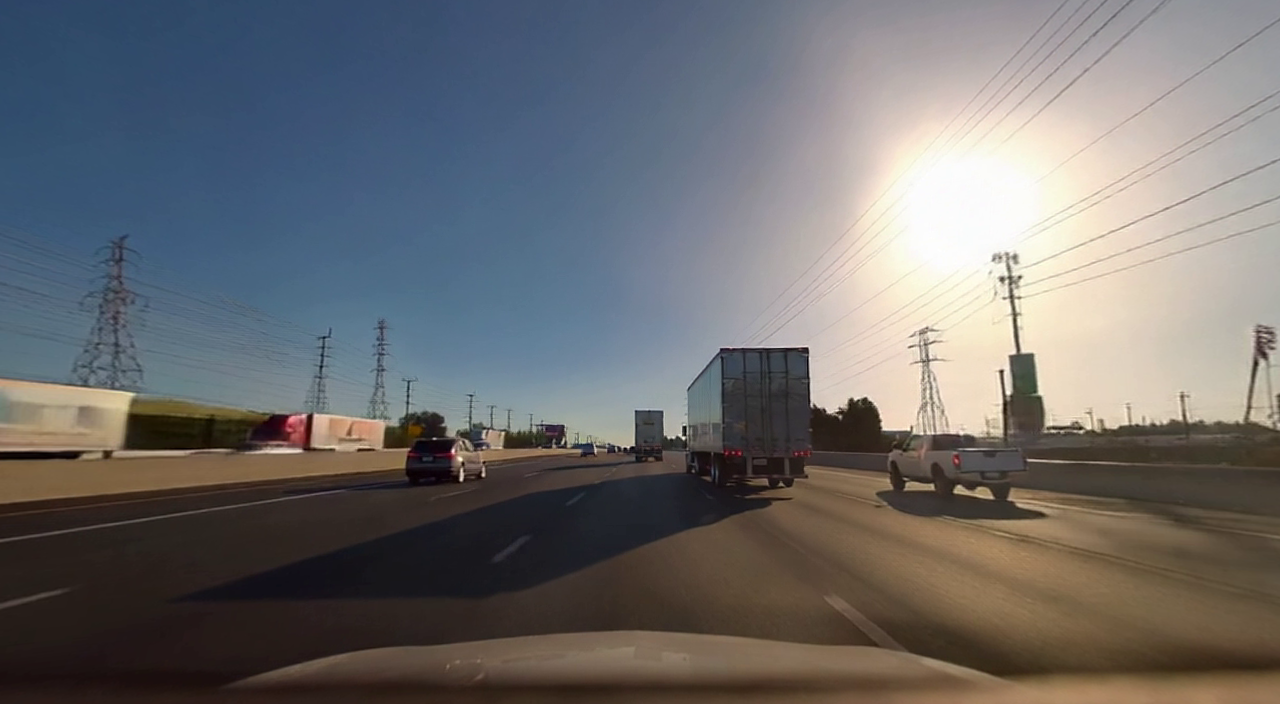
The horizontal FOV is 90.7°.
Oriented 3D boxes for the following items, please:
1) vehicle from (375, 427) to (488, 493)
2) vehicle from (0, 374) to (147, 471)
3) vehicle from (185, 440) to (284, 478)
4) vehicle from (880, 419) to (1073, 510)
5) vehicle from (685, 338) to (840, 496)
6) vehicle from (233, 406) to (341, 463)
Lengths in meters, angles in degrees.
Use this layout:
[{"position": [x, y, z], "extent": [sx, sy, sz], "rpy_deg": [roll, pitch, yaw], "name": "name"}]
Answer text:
[{"position": [-6.551, 3.457, 20.535], "extent": [2.004, 1.846, 4.739], "rpy_deg": [0, -9, 0], "name": "vehicle"}, {"position": [-28.285, 2.857, 25.786], "extent": [2.860, 4.013, 16.437], "rpy_deg": [0, -9, 1], "name": "vehicle"}, {"position": [-16.346, 4.315, 25.717], "extent": [1.574, 1.415, 3.508], "rpy_deg": [0, -9, 1], "name": "vehicle"}, {"position": [7.829, 2.665, 15.400], "extent": [2.115, 1.844, 4.522], "rpy_deg": [0, -9, -1], "name": "vehicle"}, {"position": [3.785, 2.916, 24.851], "extent": [2.892, 4.152, 16.575], "rpy_deg": [0, -9, 0], "name": "vehicle"}, {"position": [-27.070, 6.519, 49.246], "extent": [2.998, 3.998, 8.850], "rpy_deg": [0, -9, 2], "name": "vehicle"}]
